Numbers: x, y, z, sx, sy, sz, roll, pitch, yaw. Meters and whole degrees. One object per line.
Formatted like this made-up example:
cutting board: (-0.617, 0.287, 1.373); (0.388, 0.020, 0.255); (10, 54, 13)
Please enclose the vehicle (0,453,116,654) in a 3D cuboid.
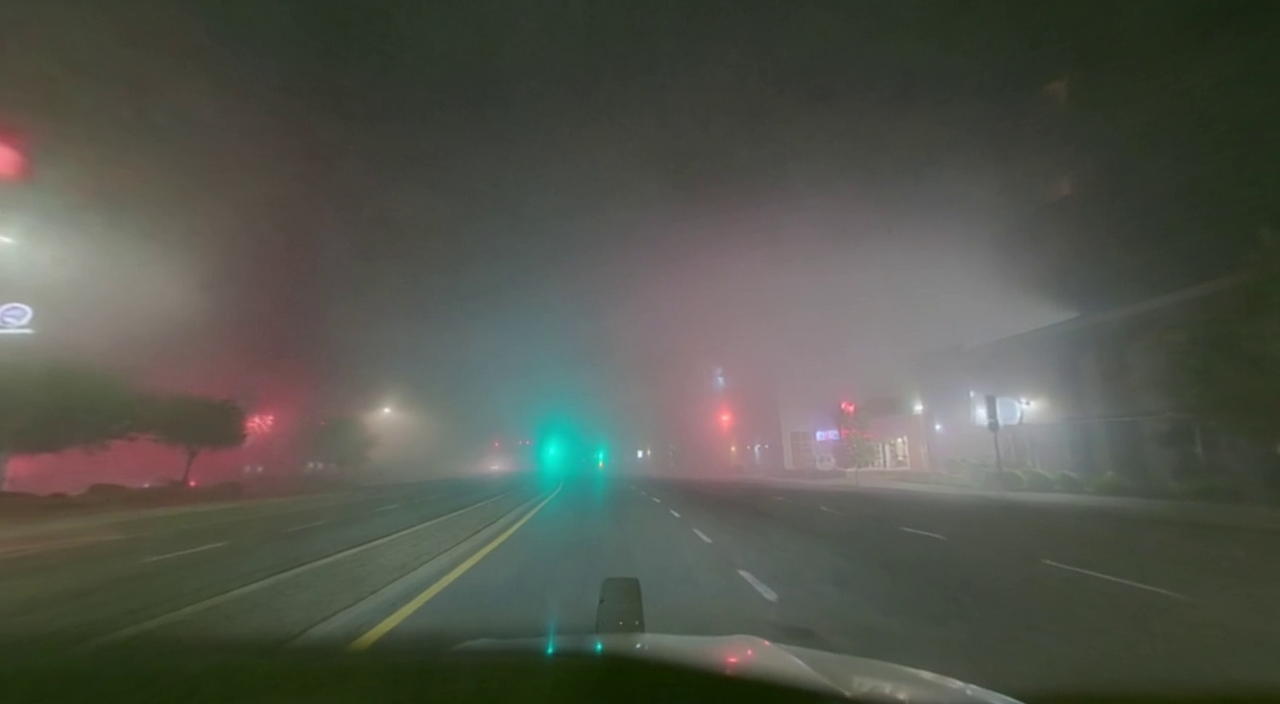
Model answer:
vehicle: (-5.633, 1.336, 3.536); (1.894, 1.474, 4.332); (0, -9, -4)
